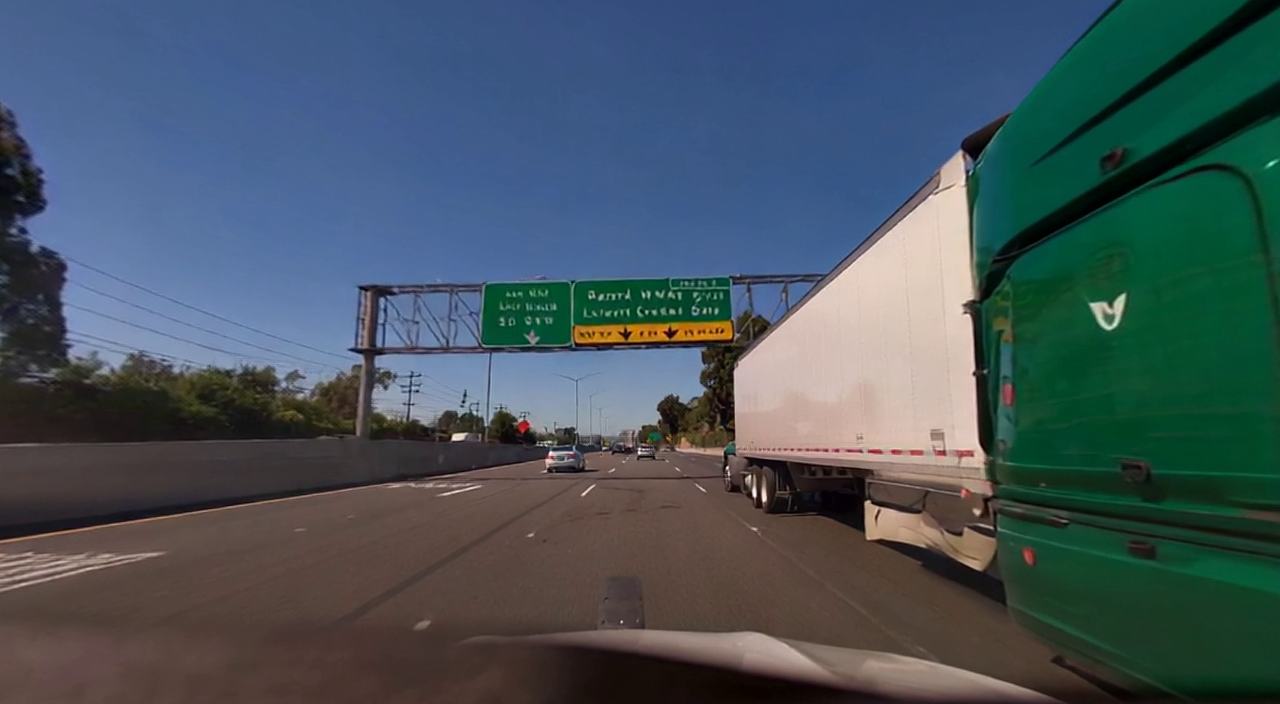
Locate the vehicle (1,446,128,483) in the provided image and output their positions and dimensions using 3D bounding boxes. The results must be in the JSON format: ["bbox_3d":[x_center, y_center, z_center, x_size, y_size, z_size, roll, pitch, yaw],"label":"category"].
[{"bbox_3d":[-24.950,4.857,27.502,1.858,1.516,3.827,0,-9,1],"label":"vehicle"}]

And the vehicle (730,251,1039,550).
[{"bbox_3d":[3.743,1.122,12.109,3.042,4.037,7.253,0,-9,1],"label":"vehicle"}]

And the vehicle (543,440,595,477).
[{"bbox_3d":[-3.367,5.145,30.556,2.000,1.658,4.155,0,-9,1],"label":"vehicle"}]
